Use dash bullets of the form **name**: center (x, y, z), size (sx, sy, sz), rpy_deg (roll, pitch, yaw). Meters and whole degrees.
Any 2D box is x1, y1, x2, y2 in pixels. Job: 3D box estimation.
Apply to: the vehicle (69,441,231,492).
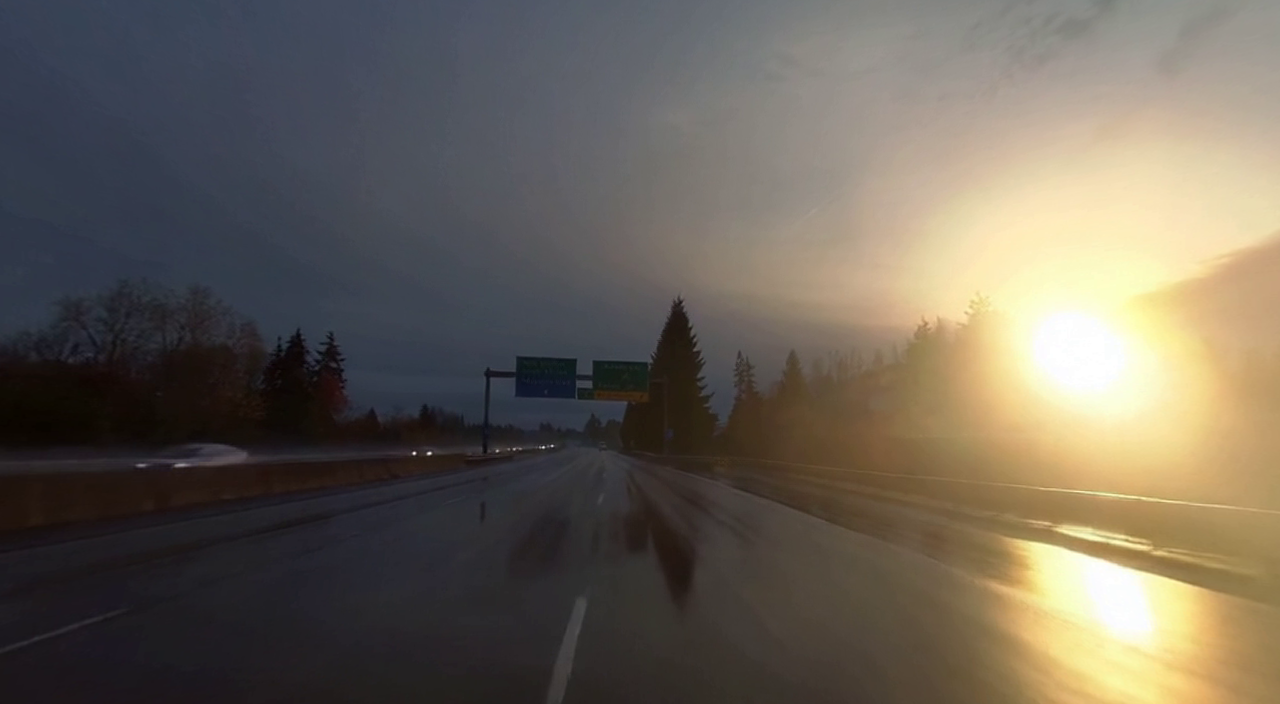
- **vehicle**: center (-15.797, 3.696, 20.577), size (1.821, 1.465, 4.446), rpy_deg (0, -9, -2)
